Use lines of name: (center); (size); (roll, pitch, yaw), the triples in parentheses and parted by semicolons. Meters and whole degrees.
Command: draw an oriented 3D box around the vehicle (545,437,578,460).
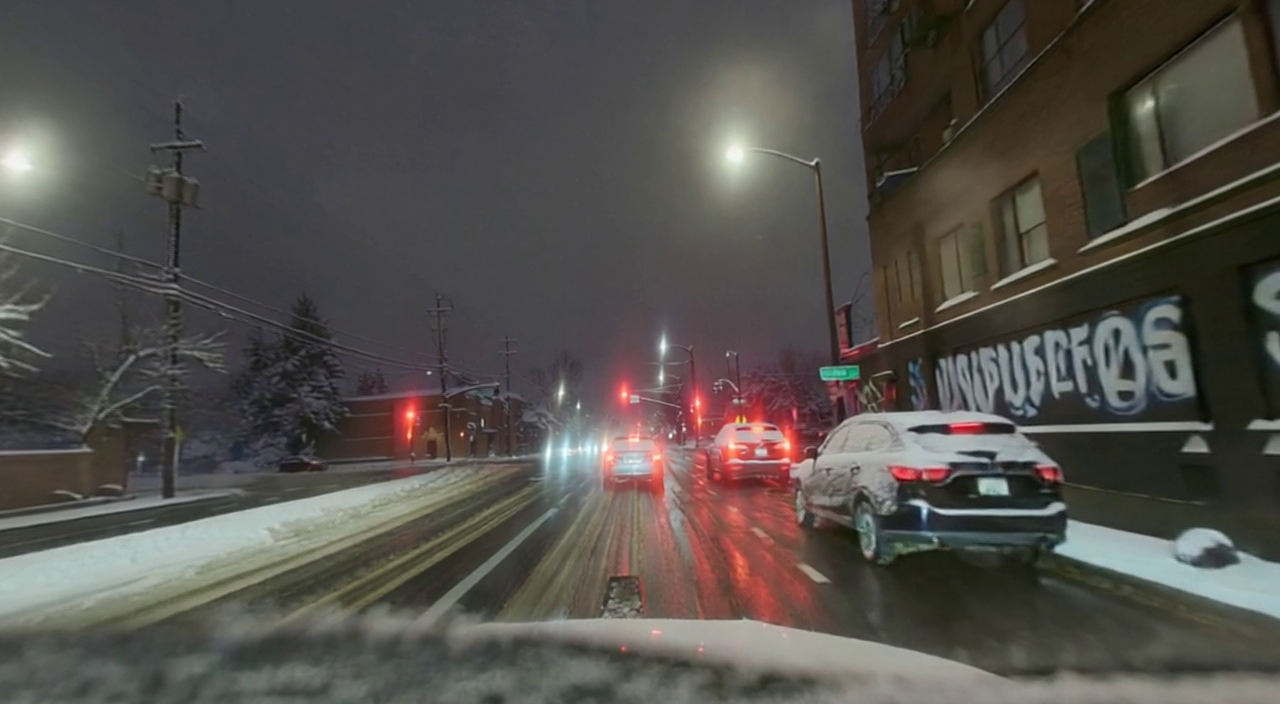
vehicle: (-6.124, 7.564, 49.414); (2.059, 1.699, 4.252); (0, -8, 1)

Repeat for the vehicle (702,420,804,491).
vehicle: (3.144, 3.000, 18.471); (2.060, 1.783, 4.579); (0, -8, -1)

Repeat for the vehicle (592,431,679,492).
vehicle: (-0.085, 3.066, 17.937); (2.153, 1.505, 4.452); (0, -8, 1)

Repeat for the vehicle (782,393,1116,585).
vehicle: (3.287, 1.558, 7.925); (1.938, 1.714, 4.402); (0, -8, 0)
